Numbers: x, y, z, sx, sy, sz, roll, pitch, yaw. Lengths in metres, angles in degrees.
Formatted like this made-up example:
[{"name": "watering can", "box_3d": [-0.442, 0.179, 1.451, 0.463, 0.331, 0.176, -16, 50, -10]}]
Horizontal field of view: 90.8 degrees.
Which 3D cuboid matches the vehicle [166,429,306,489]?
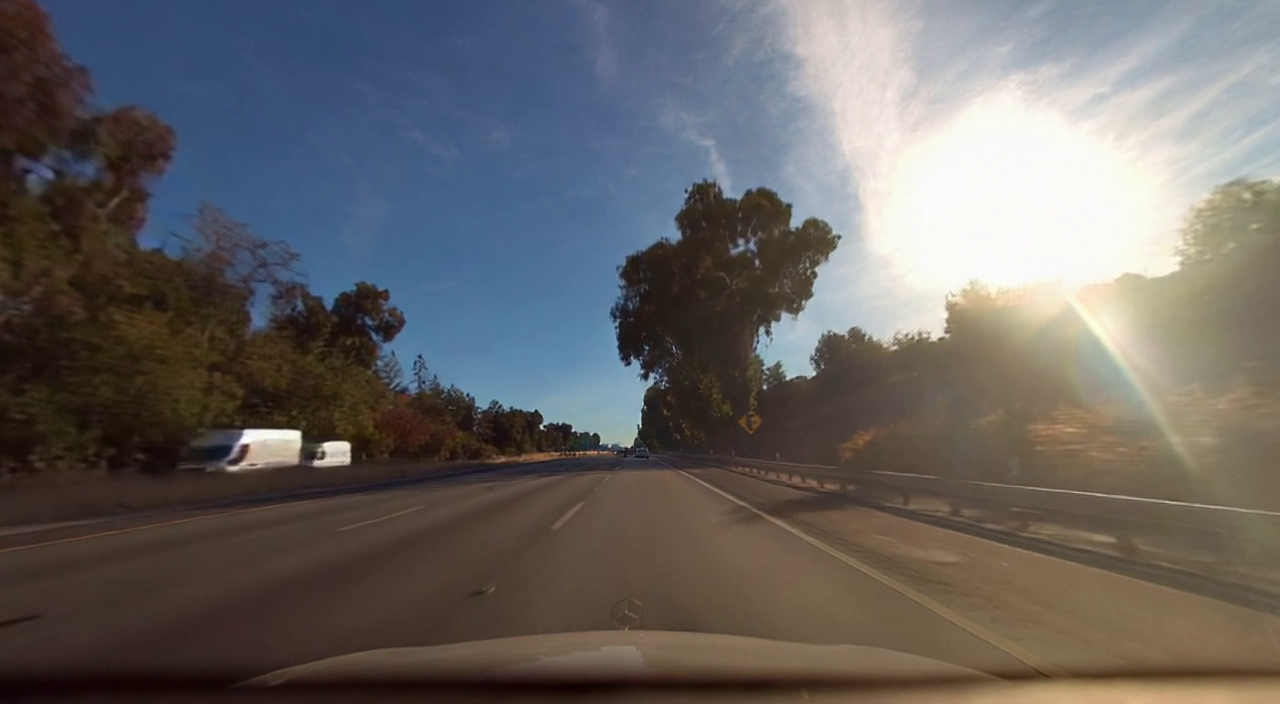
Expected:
[{"name": "vehicle", "box_3d": [-19.750, 5.271, 31.456, 2.271, 2.580, 7.002, 0, -9, 0]}]
